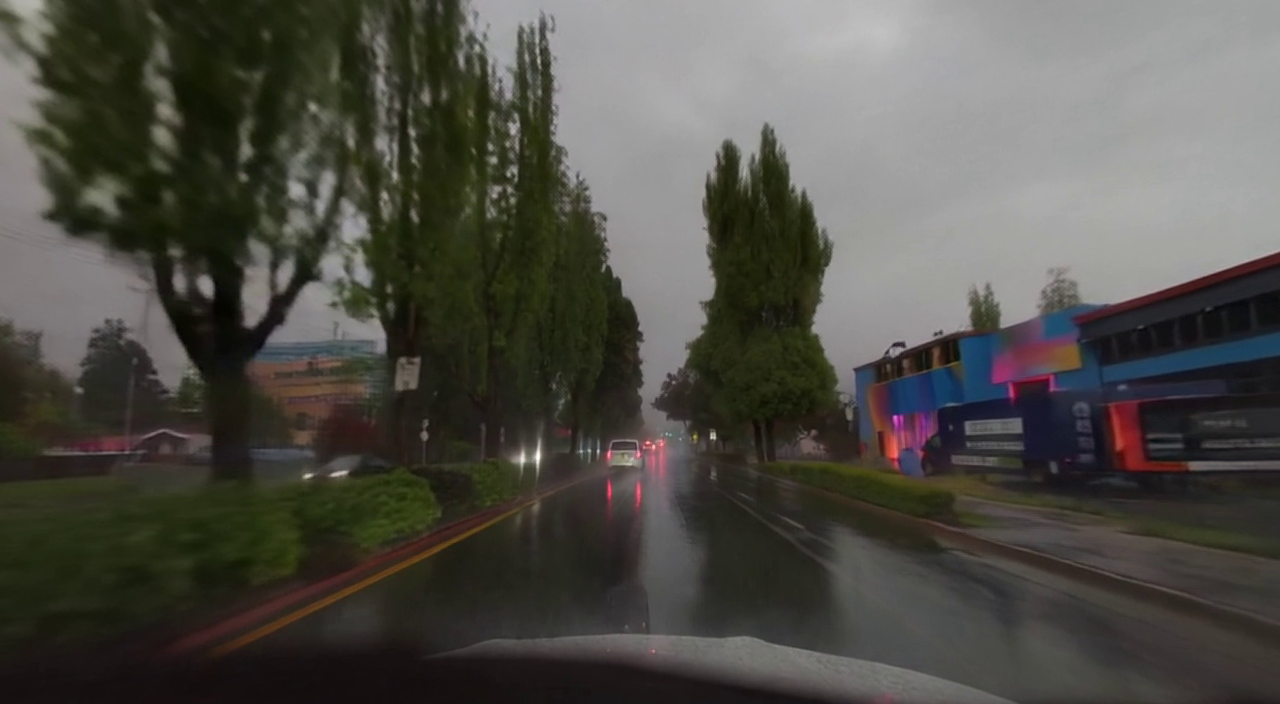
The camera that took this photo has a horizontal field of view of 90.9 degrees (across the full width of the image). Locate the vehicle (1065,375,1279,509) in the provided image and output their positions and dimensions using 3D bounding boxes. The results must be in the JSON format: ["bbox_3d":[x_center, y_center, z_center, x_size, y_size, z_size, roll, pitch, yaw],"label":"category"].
[{"bbox_3d":[13.233,2.060,14.472,2.507,2.441,6.959,-1,-8,4],"label":"vehicle"}]

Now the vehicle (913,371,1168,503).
[{"bbox_3d":[13.926,3.168,23.683,2.794,3.710,10.785,-3,-8,3],"label":"vehicle"}]

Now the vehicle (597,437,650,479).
[{"bbox_3d":[-0.642,4.686,28.244,2.129,1.713,4.314,0,-8,2],"label":"vehicle"}]

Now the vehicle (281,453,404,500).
[{"bbox_3d":[-10.798,4.513,23.317,1.937,1.465,4.506,-1,-8,6],"label":"vehicle"}]
